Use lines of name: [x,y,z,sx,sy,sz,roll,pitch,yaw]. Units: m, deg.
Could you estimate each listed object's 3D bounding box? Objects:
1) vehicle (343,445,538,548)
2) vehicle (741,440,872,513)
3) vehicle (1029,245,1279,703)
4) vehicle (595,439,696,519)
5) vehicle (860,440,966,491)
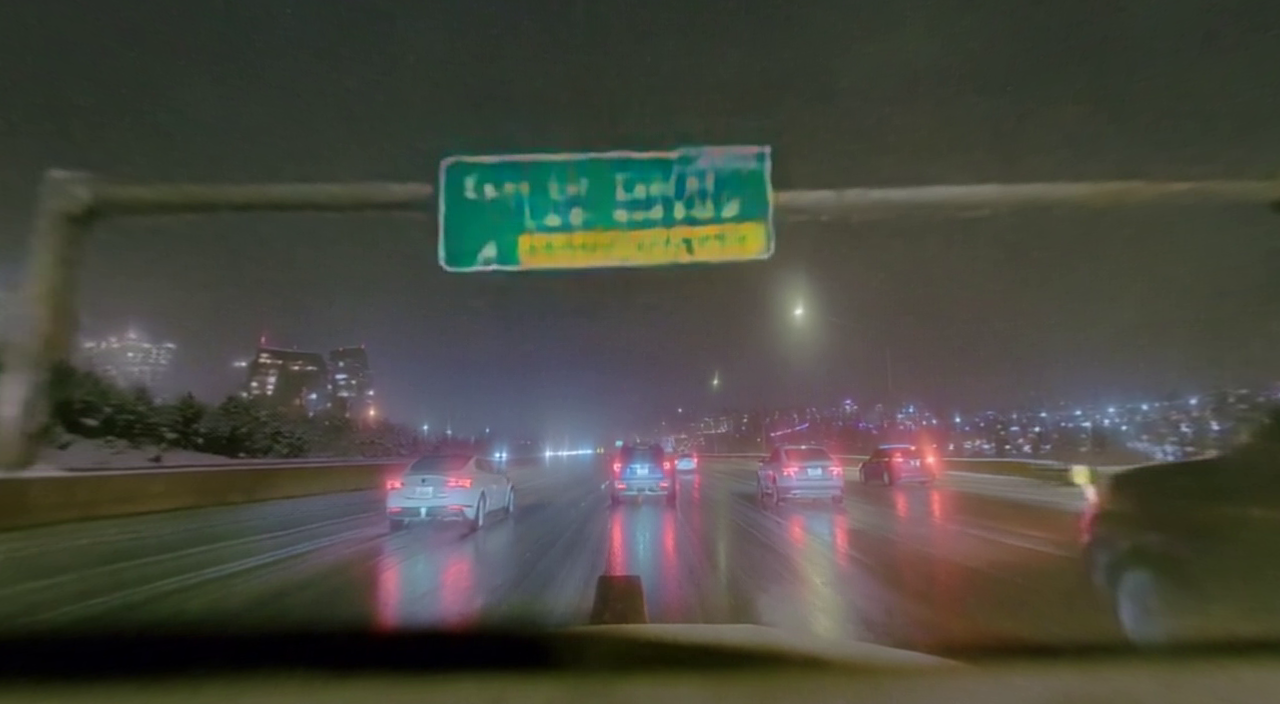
vehicle: [-3.349,2.497,11.697,2.011,1.510,4.698,0,-9,1]
vehicle: [4.145,3.168,16.502,2.210,1.625,4.249,0,-9,-1]
vehicle: [3.909,0.403,1.045,2.732,2.065,5.826,0,-9,0]
vehicle: [0.130,2.956,15.198,2.099,1.640,4.134,0,-9,1]
vehicle: [10.566,4.406,24.749,2.133,1.770,4.537,0,-9,0]
